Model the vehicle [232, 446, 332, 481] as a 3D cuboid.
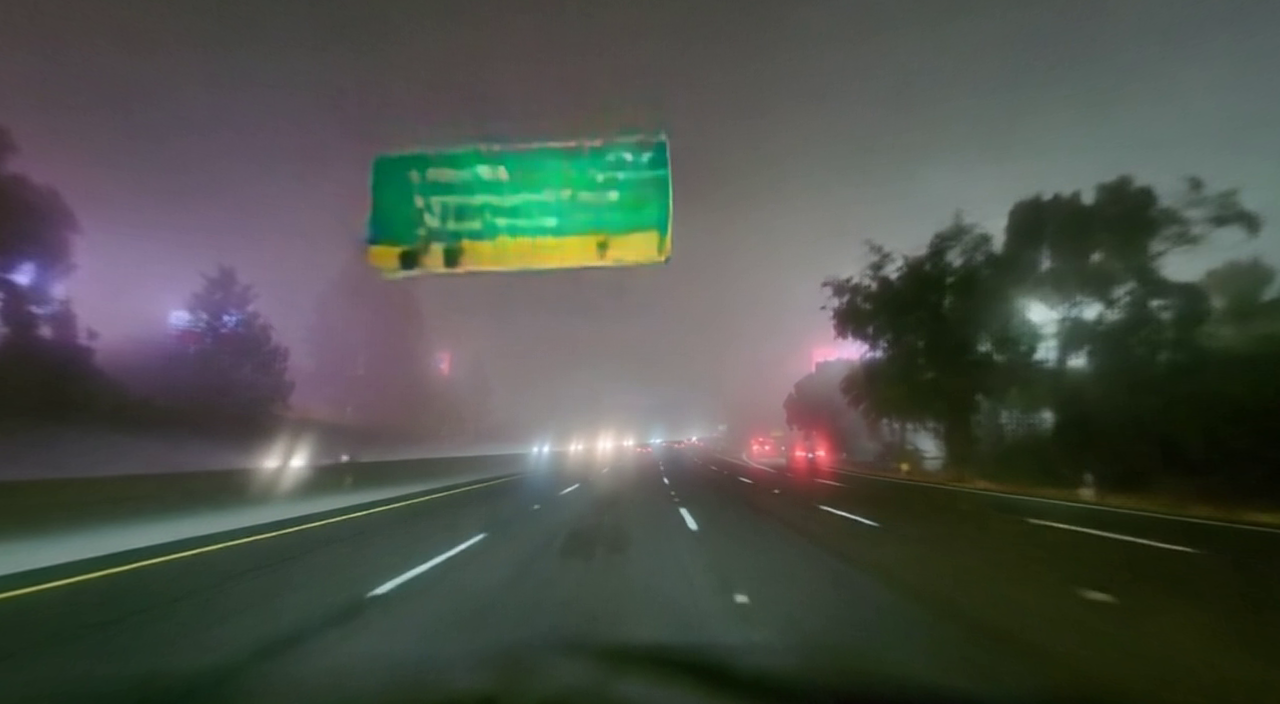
[{"bbox_3d":[-15.827,4.928,28.217,1.807,1.418,4.486,0,-9,0],"label":"vehicle"}]
